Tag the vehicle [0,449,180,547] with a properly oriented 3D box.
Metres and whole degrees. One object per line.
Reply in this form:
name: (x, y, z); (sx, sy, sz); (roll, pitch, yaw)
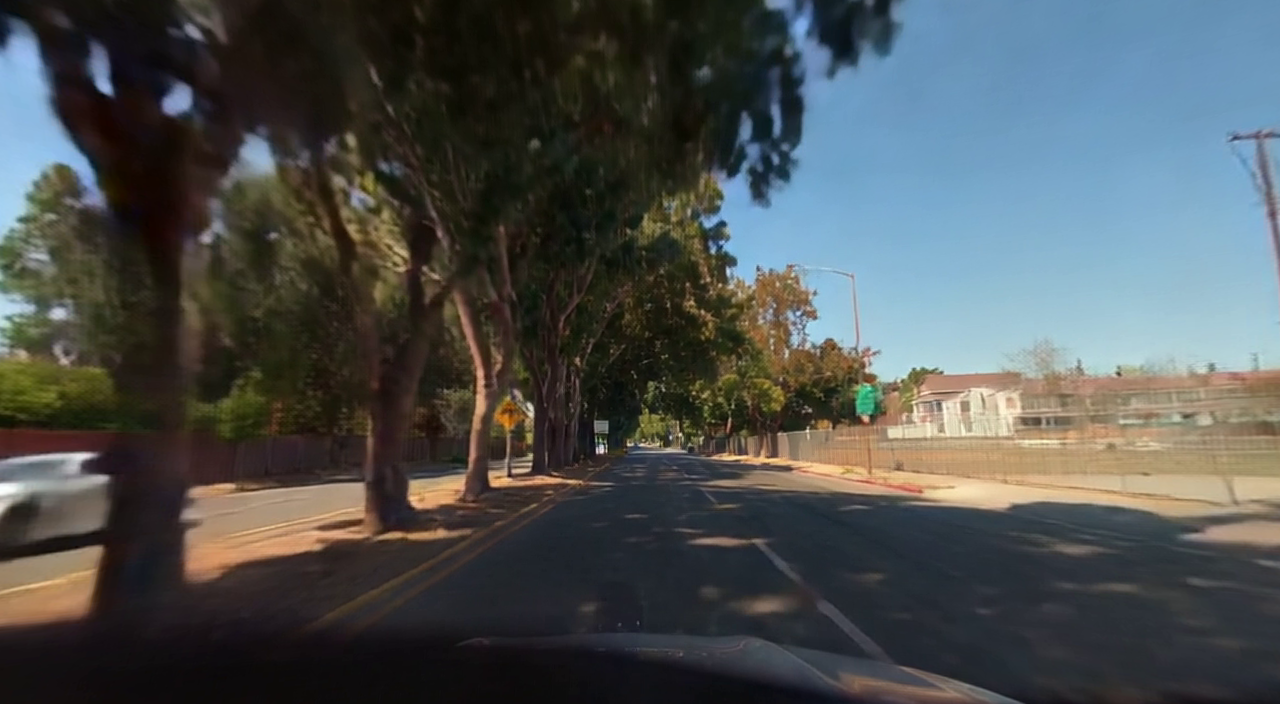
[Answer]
vehicle: (-10.802, 2.500, 11.288); (1.825, 1.473, 4.357); (0, -8, 1)
